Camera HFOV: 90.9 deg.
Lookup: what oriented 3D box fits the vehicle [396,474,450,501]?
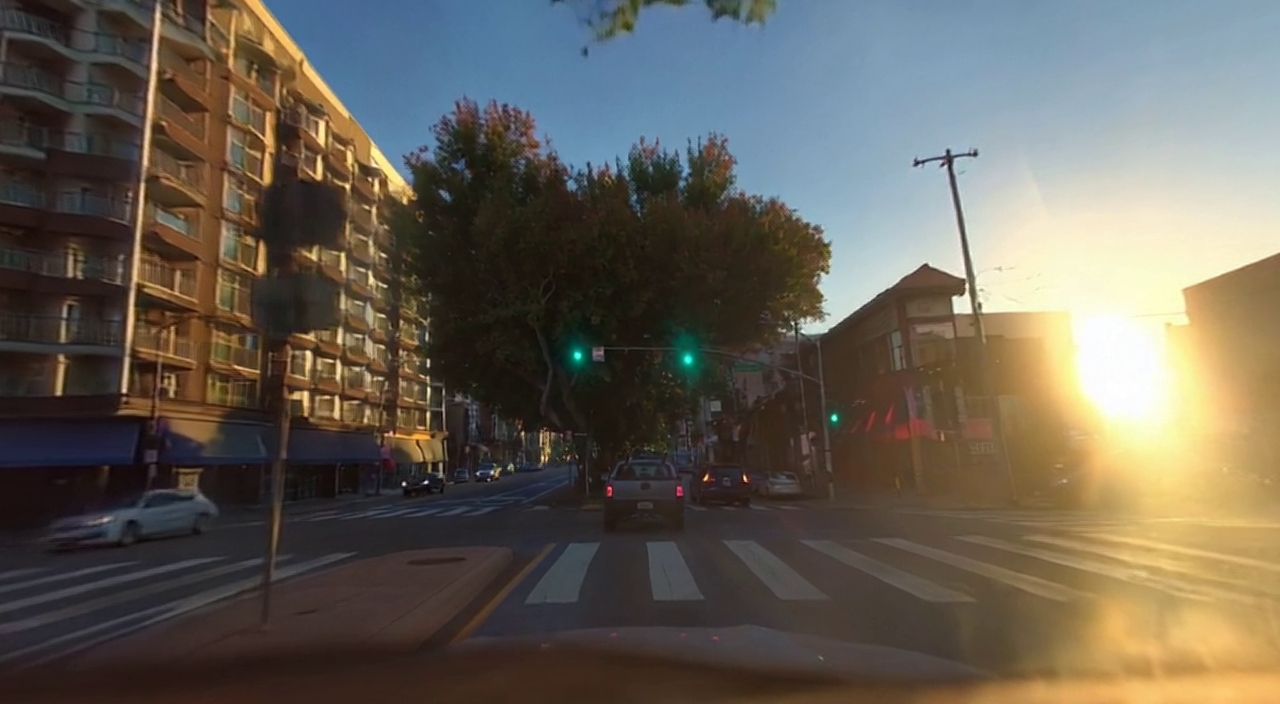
[{"bbox_3d":[-14.379,8.982,42.056,2.043,1.526,4.617,0,-9,-1],"label":"vehicle"}]

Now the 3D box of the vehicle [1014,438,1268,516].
[{"bbox_3d":[13.966,3.500,17.961,5.156,2.005,2.122,-1,-9,7],"label":"vehicle"}]

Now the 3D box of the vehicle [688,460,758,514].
[{"bbox_3d":[3.037,5.028,23.910,1.939,1.746,4.091,0,-9,-2],"label":"vehicle"}]

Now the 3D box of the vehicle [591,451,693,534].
[{"bbox_3d":[0.032,3.388,15.839,2.209,1.748,4.130,0,-9,0],"label":"vehicle"}]

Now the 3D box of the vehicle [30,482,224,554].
[{"bbox_3d":[-14.203,4.580,17.868,1.856,1.521,4.309,0,-9,0],"label":"vehicle"}]

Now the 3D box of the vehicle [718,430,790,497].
[{"bbox_3d":[6.291,6.284,35.999,2.803,3.401,6.688,0,-9,0],"label":"vehicle"}]
